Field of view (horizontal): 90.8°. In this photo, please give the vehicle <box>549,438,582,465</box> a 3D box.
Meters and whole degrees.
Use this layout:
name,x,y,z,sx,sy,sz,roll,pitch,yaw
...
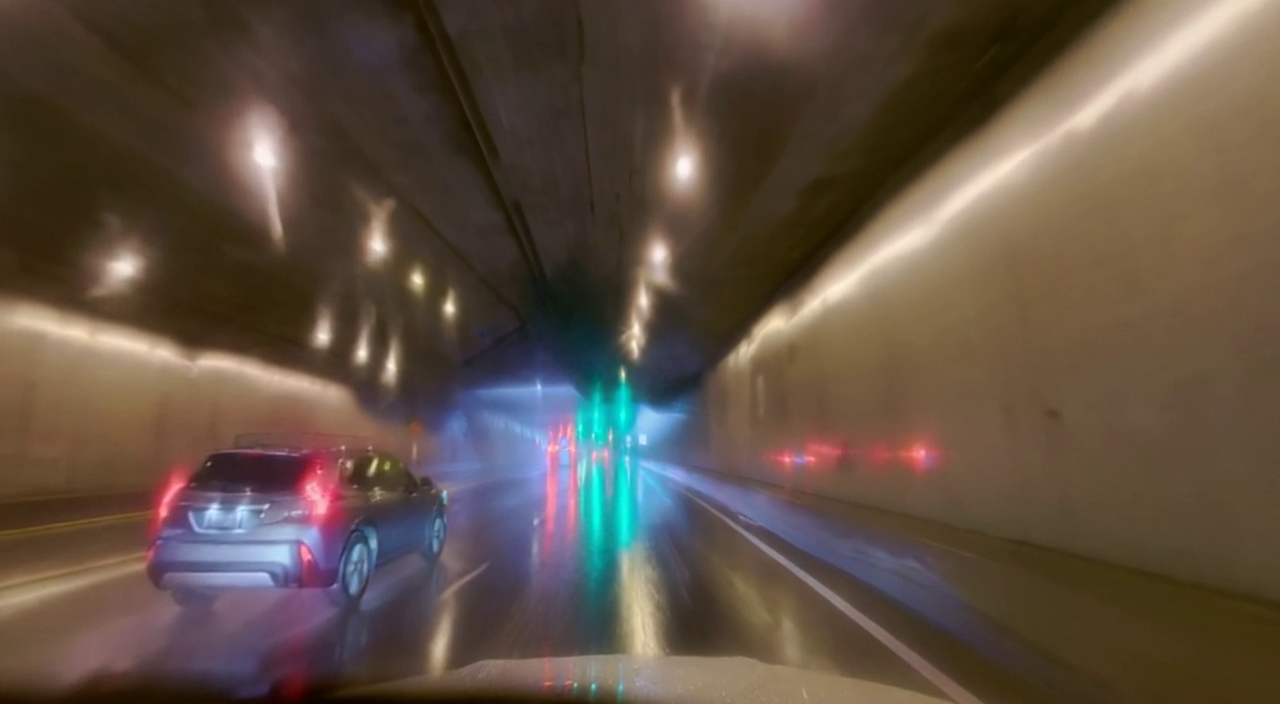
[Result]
name,x,y,z,sx,sy,sz,roll,pitch,yaw
vehicle,-5.213,6.988,44.517,1.961,1.725,4.315,0,-8,-2
